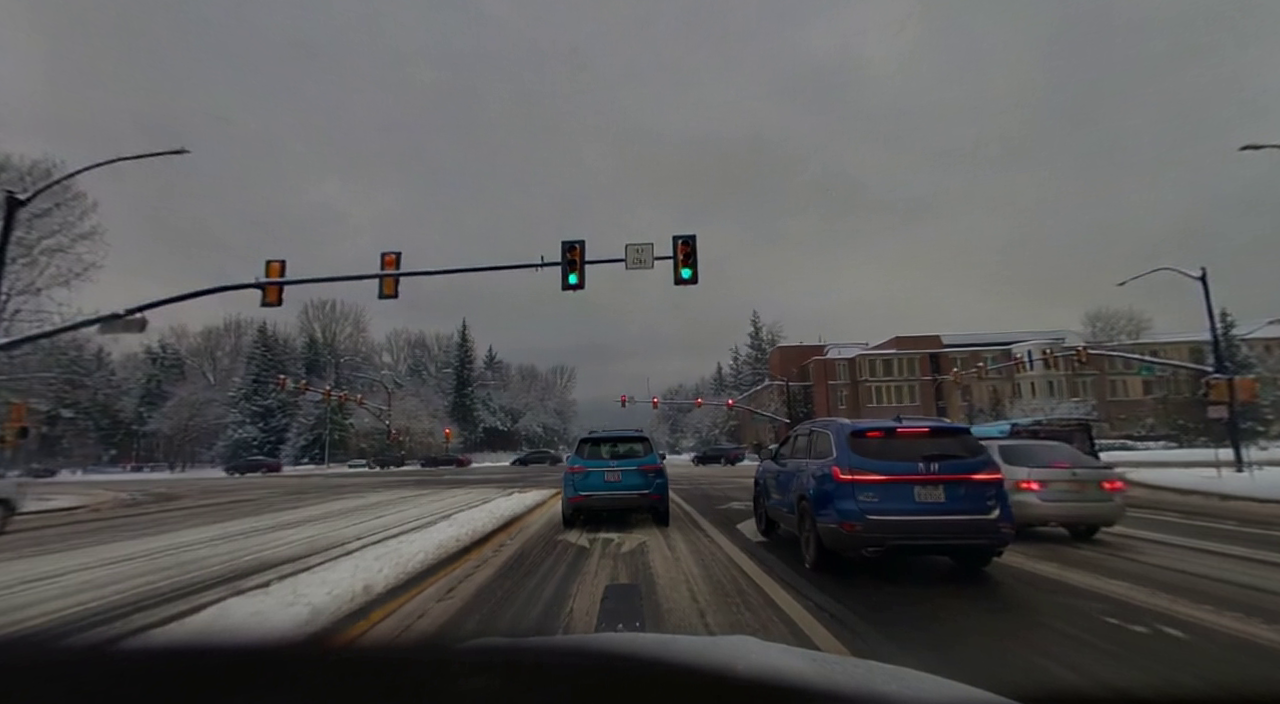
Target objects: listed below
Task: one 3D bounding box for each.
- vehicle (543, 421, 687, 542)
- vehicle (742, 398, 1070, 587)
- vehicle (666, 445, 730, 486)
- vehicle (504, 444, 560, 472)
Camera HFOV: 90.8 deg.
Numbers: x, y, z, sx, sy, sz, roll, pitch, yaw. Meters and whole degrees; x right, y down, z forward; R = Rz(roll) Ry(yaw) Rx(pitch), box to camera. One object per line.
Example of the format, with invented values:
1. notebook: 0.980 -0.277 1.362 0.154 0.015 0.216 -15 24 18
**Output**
1. vehicle: -0.404 2.163 11.130 2.039 1.698 4.144 0 -9 -2
2. vehicle: 2.931 1.678 8.339 2.228 1.798 4.370 0 -9 -3
3. vehicle: 2.193 4.435 25.086 1.900 1.459 4.260 0 -9 -4
4. vehicle: -7.272 7.044 42.079 2.188 1.712 4.318 5 -10 -31
